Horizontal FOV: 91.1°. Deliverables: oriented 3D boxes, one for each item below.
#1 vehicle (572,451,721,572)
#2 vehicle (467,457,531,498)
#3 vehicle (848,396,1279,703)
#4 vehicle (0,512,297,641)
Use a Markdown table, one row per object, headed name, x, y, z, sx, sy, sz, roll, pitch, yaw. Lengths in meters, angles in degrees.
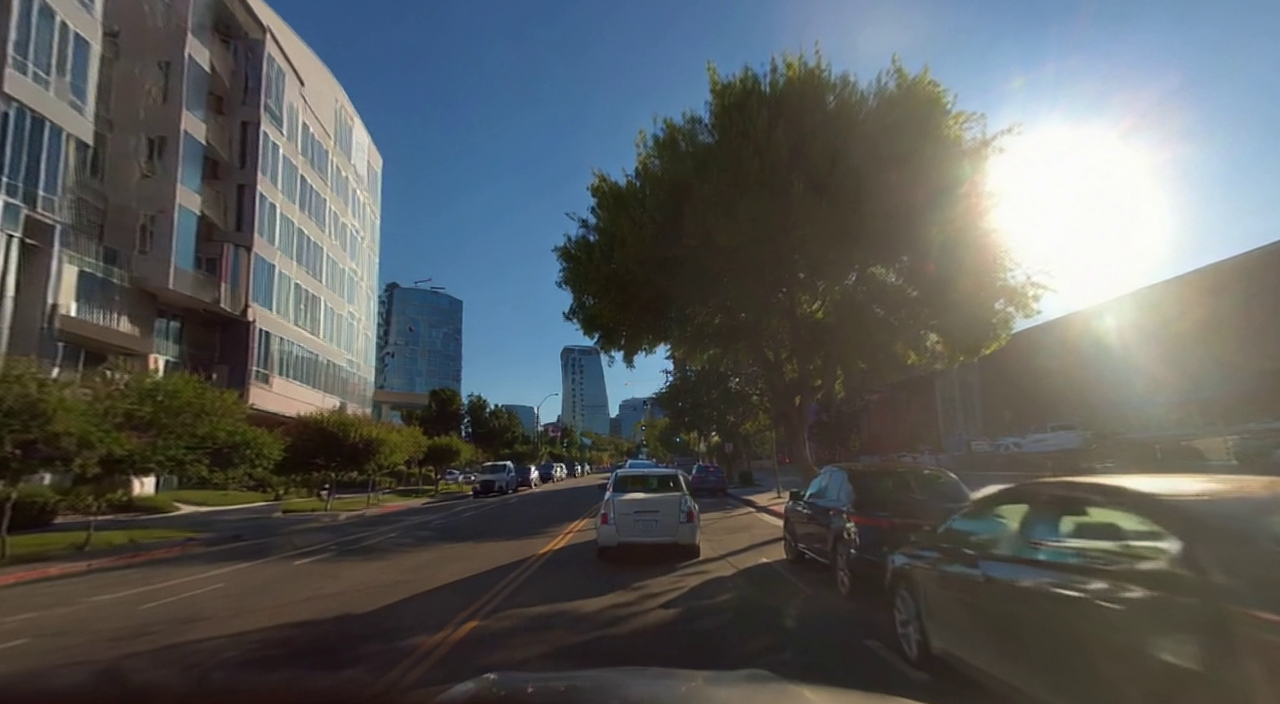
| name | x | y | z | sx | sy | sz | roll | pitch | yaw |
| --- | --- | --- | --- | --- | --- | --- | --- | --- | --- |
| vehicle | 0.085 | 2.512 | 10.416 | 2.018 | 1.583 | 3.646 | 1 | -10 | 0 |
| vehicle | -6.587 | 5.995 | 29.809 | 2.024 | 1.654 | 4.396 | -3 | -12 | -1 |
| vehicle | 2.669 | 1.212 | 3.219 | 1.884 | 1.566 | 4.018 | 1 | -11 | 1 |
| vehicle | -6.851 | 2.636 | 8.067 | 2.223 | 0.774 | 4.789 | 1 | -11 | 0 |
